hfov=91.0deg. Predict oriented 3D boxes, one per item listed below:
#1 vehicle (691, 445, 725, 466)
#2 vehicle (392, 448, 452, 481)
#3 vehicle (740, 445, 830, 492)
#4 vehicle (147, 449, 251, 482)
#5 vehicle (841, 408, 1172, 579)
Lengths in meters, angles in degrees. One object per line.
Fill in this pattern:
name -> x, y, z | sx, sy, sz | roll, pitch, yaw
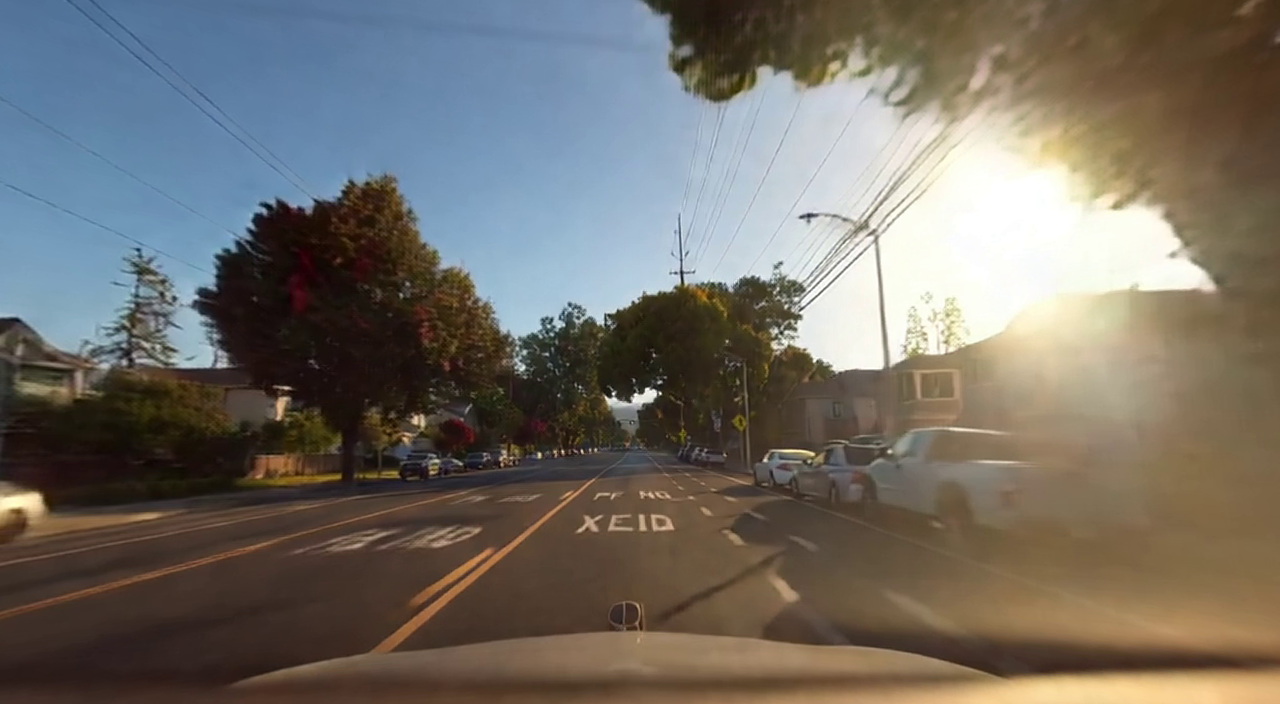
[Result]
vehicle -> 4.965, 7.656, 46.637 | 1.924, 1.471, 4.259 | 0, -8, -2
vehicle -> -12.391, 6.408, 36.042 | 1.999, 1.650, 4.381 | -3, -9, -1
vehicle -> 5.025, 4.080, 22.496 | 2.022, 1.464, 4.462 | 0, -8, -2
vehicle -> -22.229, 5.720, 31.823 | 3.745, 1.598, 1.927 | 1, -8, -3
vehicle -> 4.951, 1.962, 9.611 | 2.123, 1.928, 4.752 | 0, -8, 0
